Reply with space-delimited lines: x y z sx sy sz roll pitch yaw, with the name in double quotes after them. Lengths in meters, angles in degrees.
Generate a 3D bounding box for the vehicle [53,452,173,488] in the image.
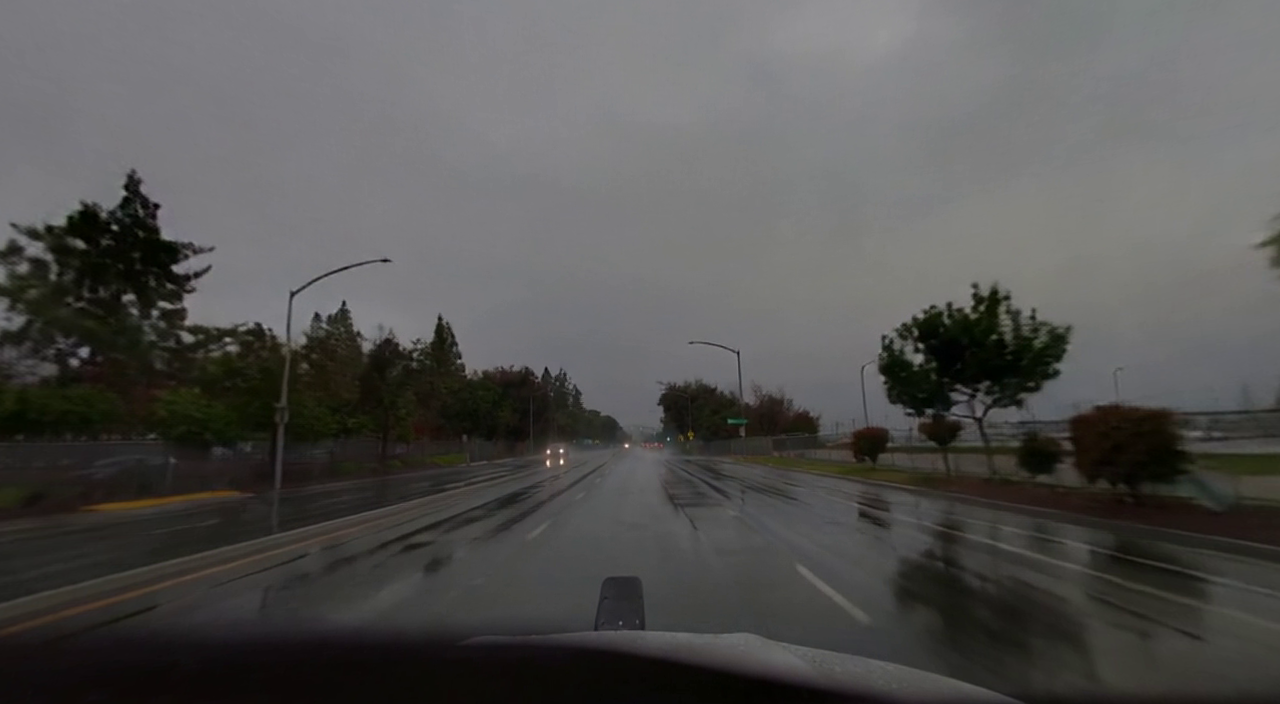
-26.476 5.924 31.877 4.140 1.635 2.059 -1 -8 -1 "vehicle"

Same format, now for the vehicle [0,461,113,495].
-27.241 5.820 29.322 3.977 1.453 1.768 -1 -9 2 "vehicle"
